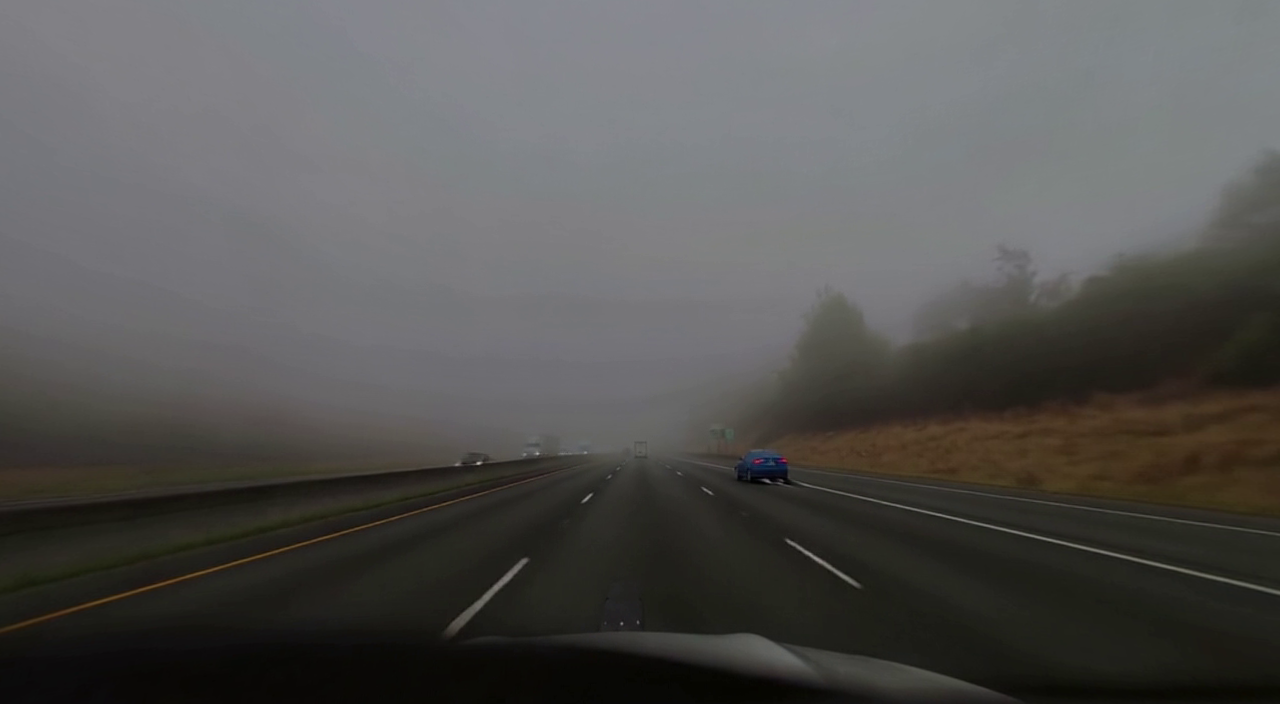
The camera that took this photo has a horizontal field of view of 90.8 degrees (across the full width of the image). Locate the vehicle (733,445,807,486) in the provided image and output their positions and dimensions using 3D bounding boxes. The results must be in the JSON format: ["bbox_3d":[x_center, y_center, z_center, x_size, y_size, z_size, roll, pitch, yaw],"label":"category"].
[{"bbox_3d":[4.966,4.385,24.682,1.967,1.472,3.751,0,-9,-2],"label":"vehicle"}]
